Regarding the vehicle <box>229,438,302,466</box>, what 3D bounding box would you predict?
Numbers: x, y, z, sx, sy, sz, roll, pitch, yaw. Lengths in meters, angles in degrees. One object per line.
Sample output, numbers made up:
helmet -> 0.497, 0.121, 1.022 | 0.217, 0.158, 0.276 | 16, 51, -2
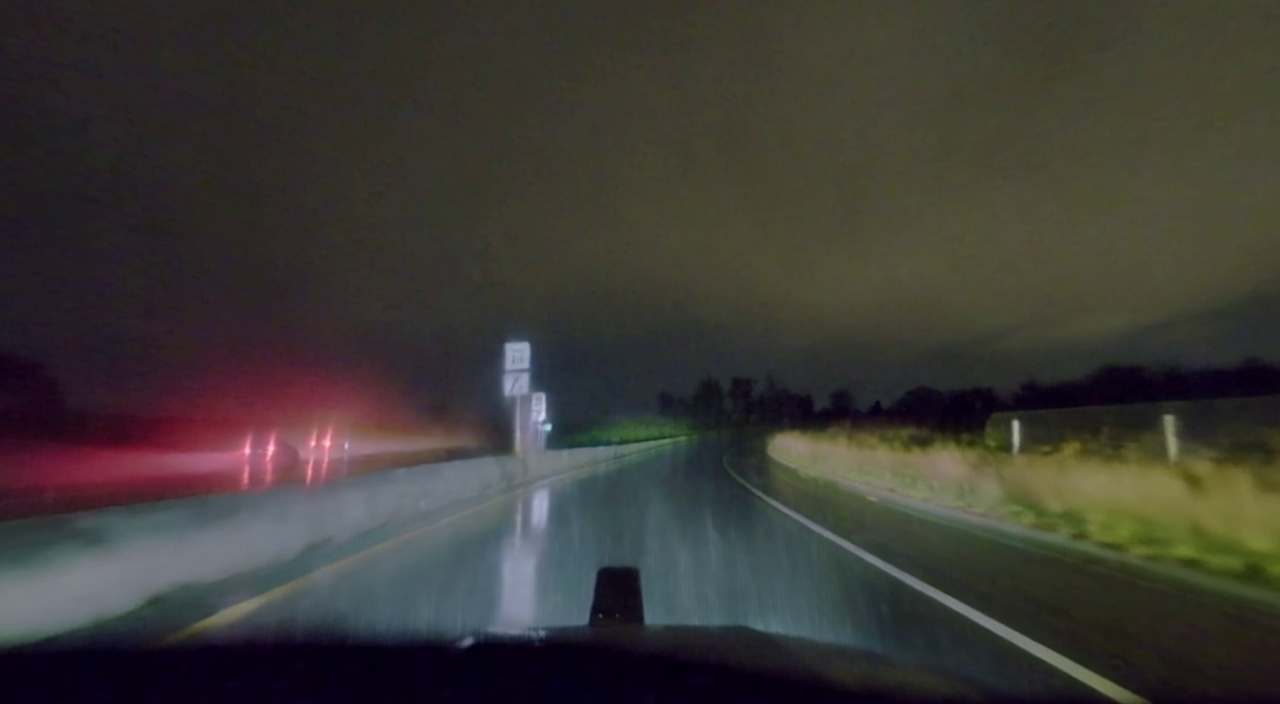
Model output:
vehicle -> -20.990, 5.590, 35.431 | 1.895, 1.451, 4.168 | 1, -8, -7
